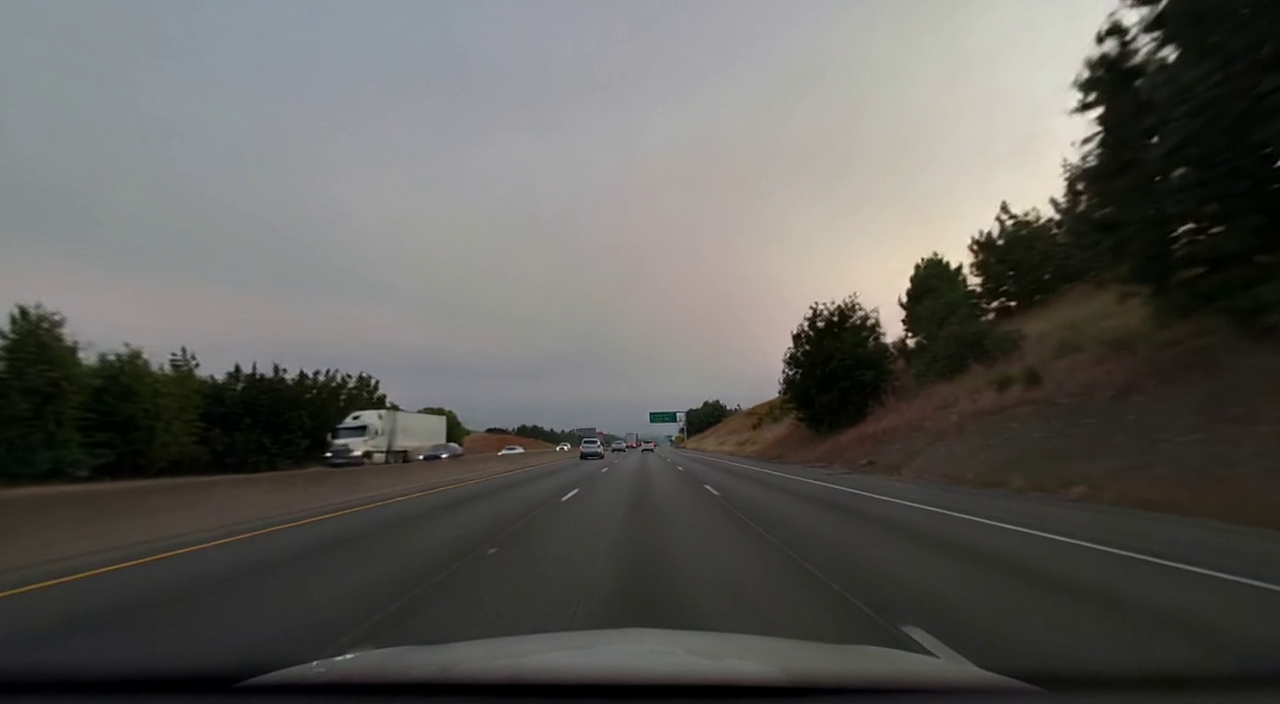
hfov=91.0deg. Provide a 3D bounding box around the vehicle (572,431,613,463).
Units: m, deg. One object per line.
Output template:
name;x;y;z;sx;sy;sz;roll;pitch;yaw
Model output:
vehicle;-3.150;6.452;42.692;2.286;2.011;4.452;0;-8;1

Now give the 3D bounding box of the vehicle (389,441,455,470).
vehicle;-12.840;6.105;37.355;2.255;1.631;4.281;0;-8;1

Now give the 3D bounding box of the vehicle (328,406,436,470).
vehicle;-16.986;5.827;42.401;2.987;3.827;9.899;0;-8;0
